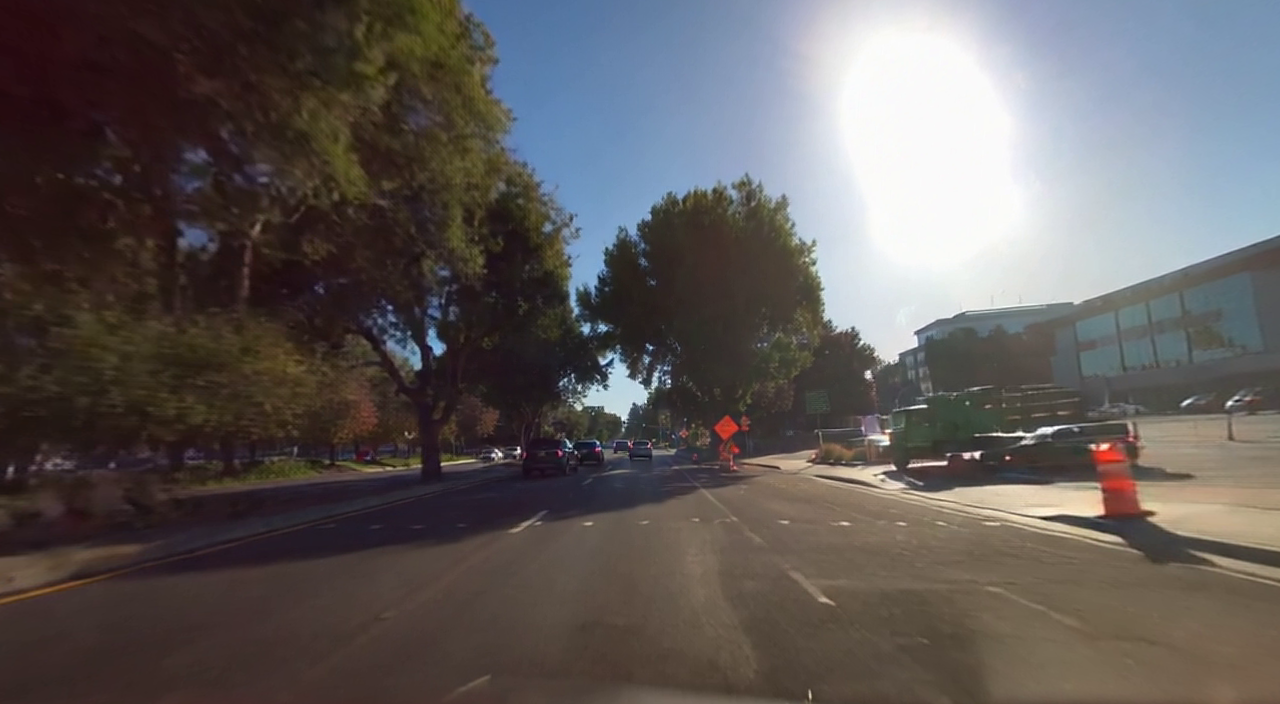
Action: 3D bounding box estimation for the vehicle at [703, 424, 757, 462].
[{"bbox_3d":[5.738,5.970,41.250,2.653,2.231,6.793,0,-8,1],"label":"vehicle"}]

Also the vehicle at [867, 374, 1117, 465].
[{"bbox_3d":[14.960,2.942,27.328,8.949,3.673,3.044,0,-8,-2],"label":"vehicle"}]

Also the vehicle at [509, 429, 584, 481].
[{"bbox_3d":[-3.289,3.730,23.047,2.038,1.682,4.399,0,-8,0],"label":"vehicle"}]

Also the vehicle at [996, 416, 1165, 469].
[{"bbox_3d":[15.679,3.265,22.677,1.874,1.694,4.535,6,-11,-38],"label":"vehicle"}]
